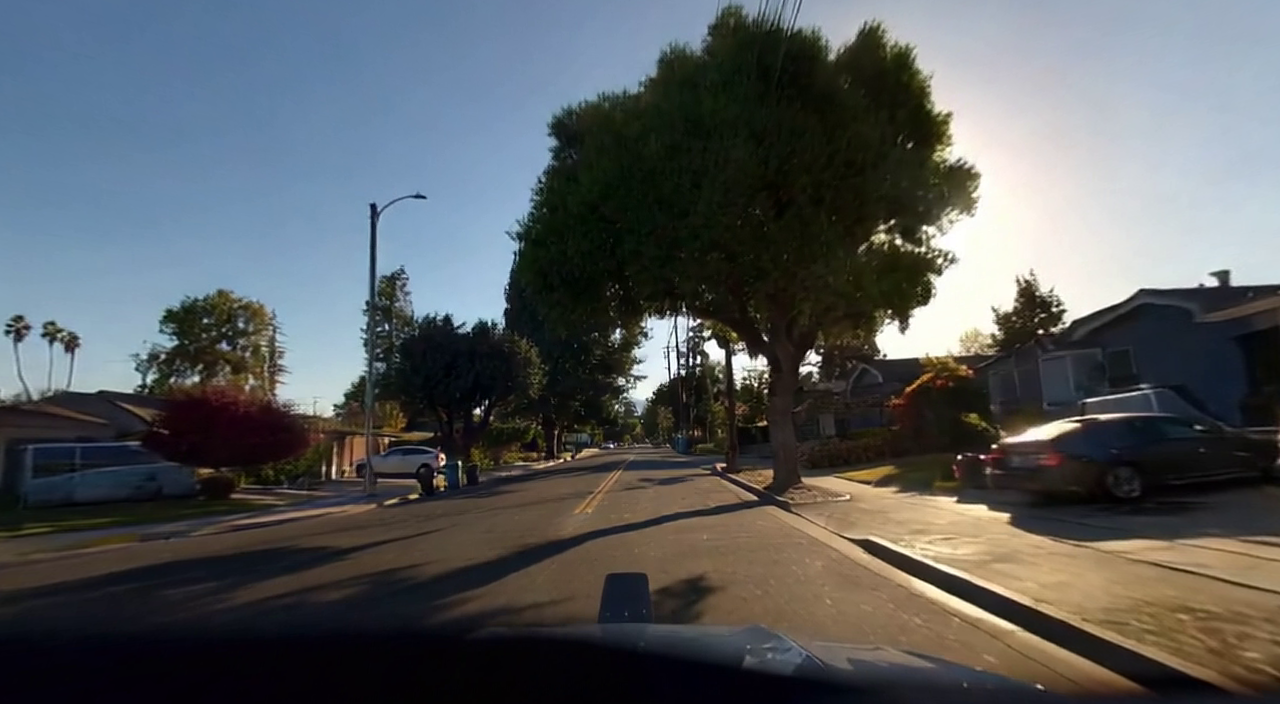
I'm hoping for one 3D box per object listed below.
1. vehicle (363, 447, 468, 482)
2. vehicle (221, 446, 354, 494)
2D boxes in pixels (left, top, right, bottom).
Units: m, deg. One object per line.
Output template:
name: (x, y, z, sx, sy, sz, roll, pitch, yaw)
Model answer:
vehicle: (-10.258, 5.092, 28.826, 4.293, 1.484, 1.981, 3, -9, -23)
vehicle: (-15.752, 5.265, 28.252, 4.903, 1.566, 2.215, -7, -8, 9)
